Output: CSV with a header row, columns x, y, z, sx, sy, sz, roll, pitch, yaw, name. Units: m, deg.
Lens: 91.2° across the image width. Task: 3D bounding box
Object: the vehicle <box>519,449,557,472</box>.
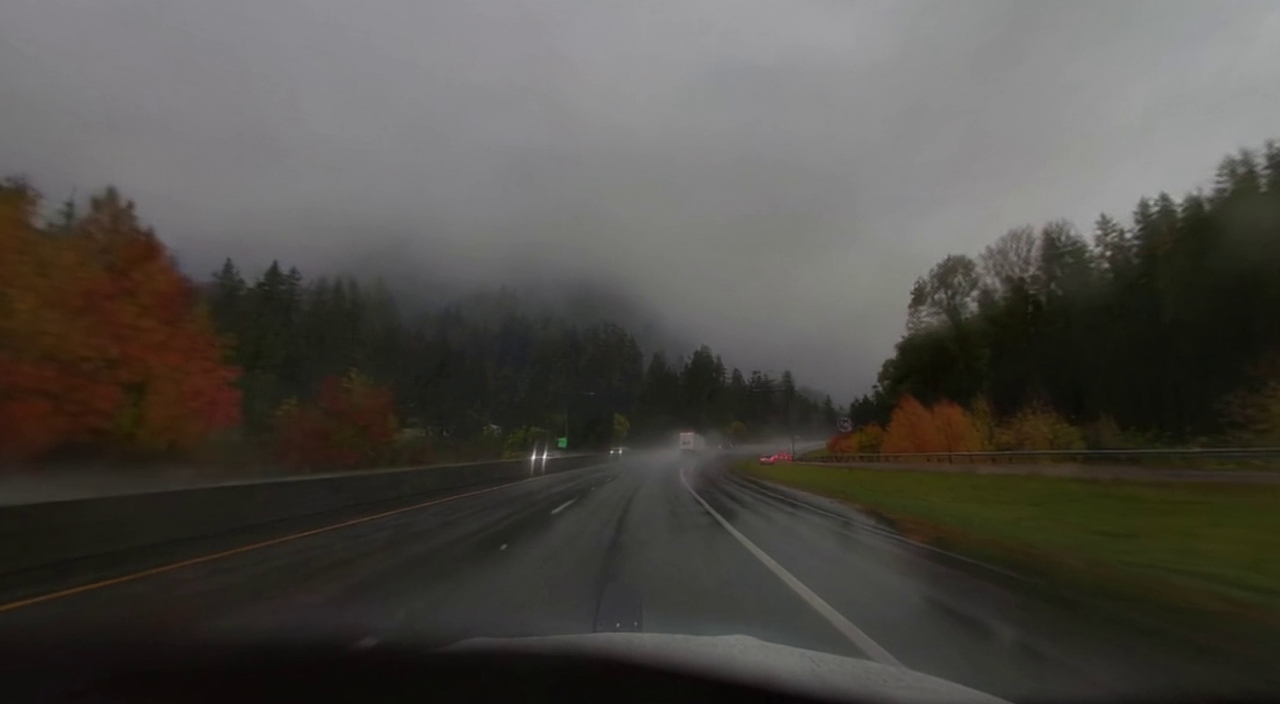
x,y,z,sx,sy,sz,roll,pitch,yaw,name
-7.225,7.712,44.691,1.858,1.498,4.096,-1,-9,3,vehicle
